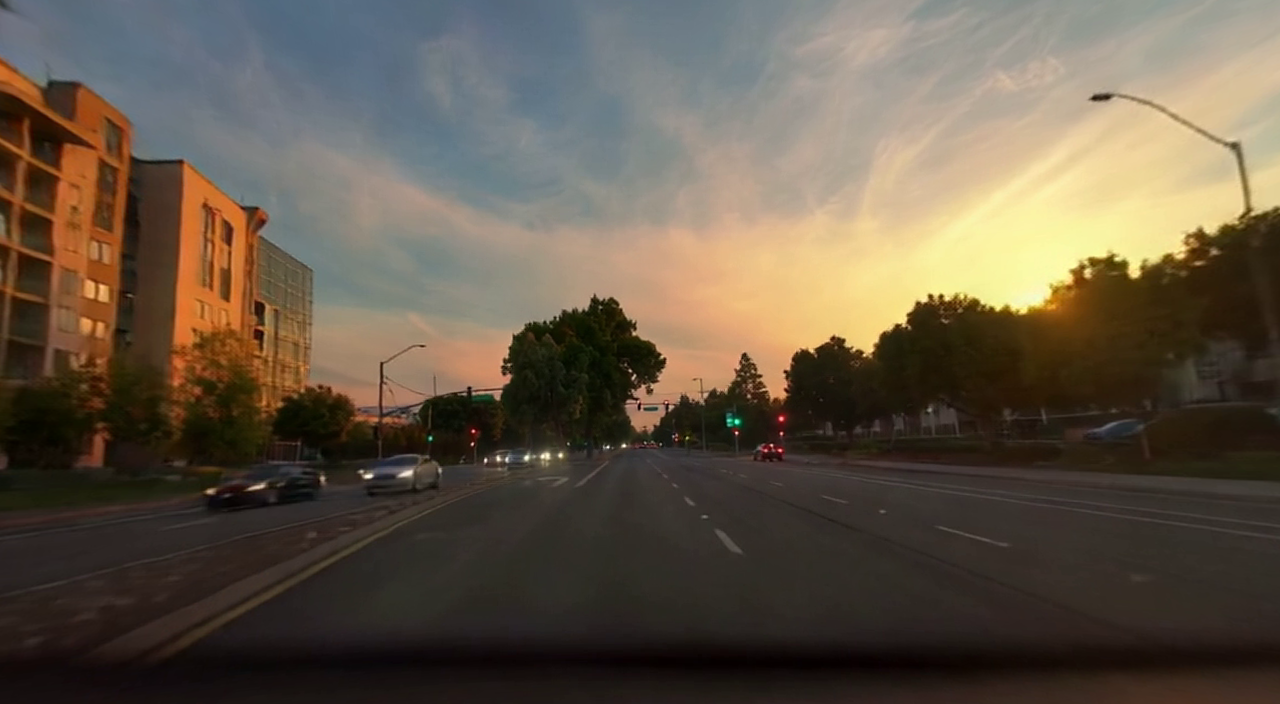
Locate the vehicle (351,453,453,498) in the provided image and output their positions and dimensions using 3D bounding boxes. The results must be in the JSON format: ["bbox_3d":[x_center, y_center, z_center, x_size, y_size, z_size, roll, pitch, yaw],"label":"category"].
[{"bbox_3d":[-8.788,4.573,23.847,2.140,1.460,4.449,0,-9,0],"label":"vehicle"}]

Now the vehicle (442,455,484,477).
[{"bbox_3d":[-12.150,7.863,43.663,1.880,1.344,3.782,0,-8,-2],"label":"vehicle"}]

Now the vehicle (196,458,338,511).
[{"bbox_3d":[-12.309,4.367,21.274,1.973,1.485,4.616,0,-9,0],"label":"vehicle"}]

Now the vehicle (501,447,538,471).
[{"bbox_3d":[-9.358,8.326,49.300,2.035,1.711,4.463,0,-9,-1],"label":"vehicle"}]
